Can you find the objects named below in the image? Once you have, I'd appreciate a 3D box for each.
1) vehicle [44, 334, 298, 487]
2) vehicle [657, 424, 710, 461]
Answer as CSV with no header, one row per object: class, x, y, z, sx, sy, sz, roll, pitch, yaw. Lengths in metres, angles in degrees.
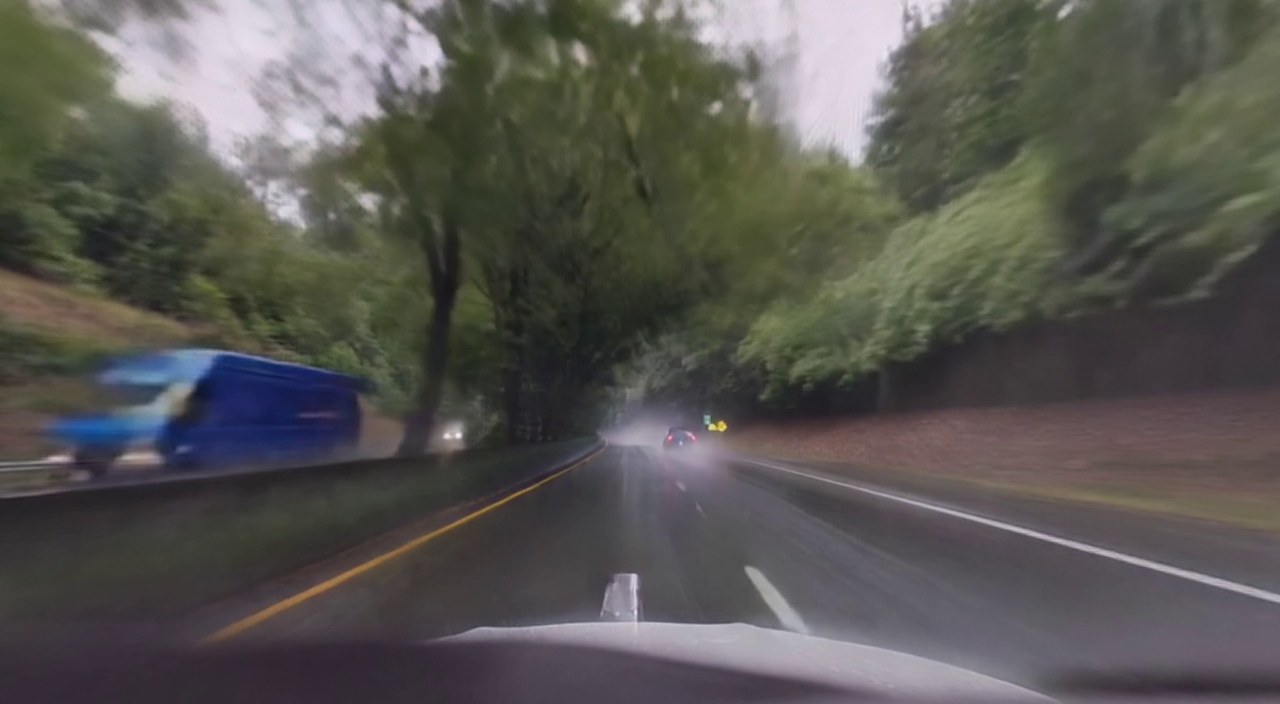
vehicle,-13.603,1.855,19.162,3.077,3.908,5.911,0,-8,-1
vehicle,2.179,4.683,32.840,2.240,1.801,4.545,0,-8,-2
